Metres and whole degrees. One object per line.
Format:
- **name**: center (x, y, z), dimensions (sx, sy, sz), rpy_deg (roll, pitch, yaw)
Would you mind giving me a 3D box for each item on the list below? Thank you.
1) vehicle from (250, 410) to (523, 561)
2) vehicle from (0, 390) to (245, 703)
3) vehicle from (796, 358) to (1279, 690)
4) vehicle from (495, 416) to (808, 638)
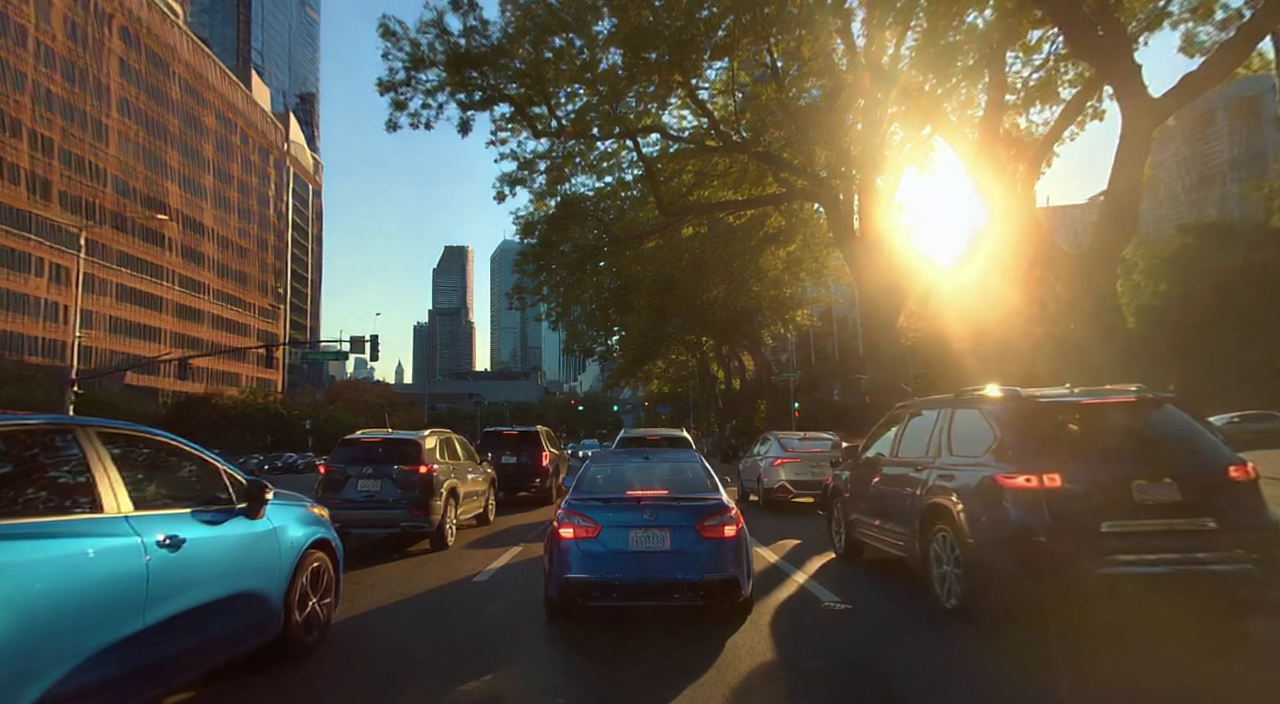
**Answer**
- **vehicle**: center (-3.362, 1.889, 9.617), dimensions (2.168, 1.719, 4.561), rpy_deg (-1, -9, 1)
- **vehicle**: center (-3.402, 0.750, 1.245), dimensions (2.144, 1.505, 4.635), rpy_deg (-1, -9, 2)
- **vehicle**: center (3.046, 1.239, 5.649), dimensions (2.108, 1.785, 4.334), rpy_deg (0, -9, -1)
- **vehicle**: center (0.080, 1.502, 6.383), dimensions (2.147, 1.507, 3.953), rpy_deg (0, -8, 0)
